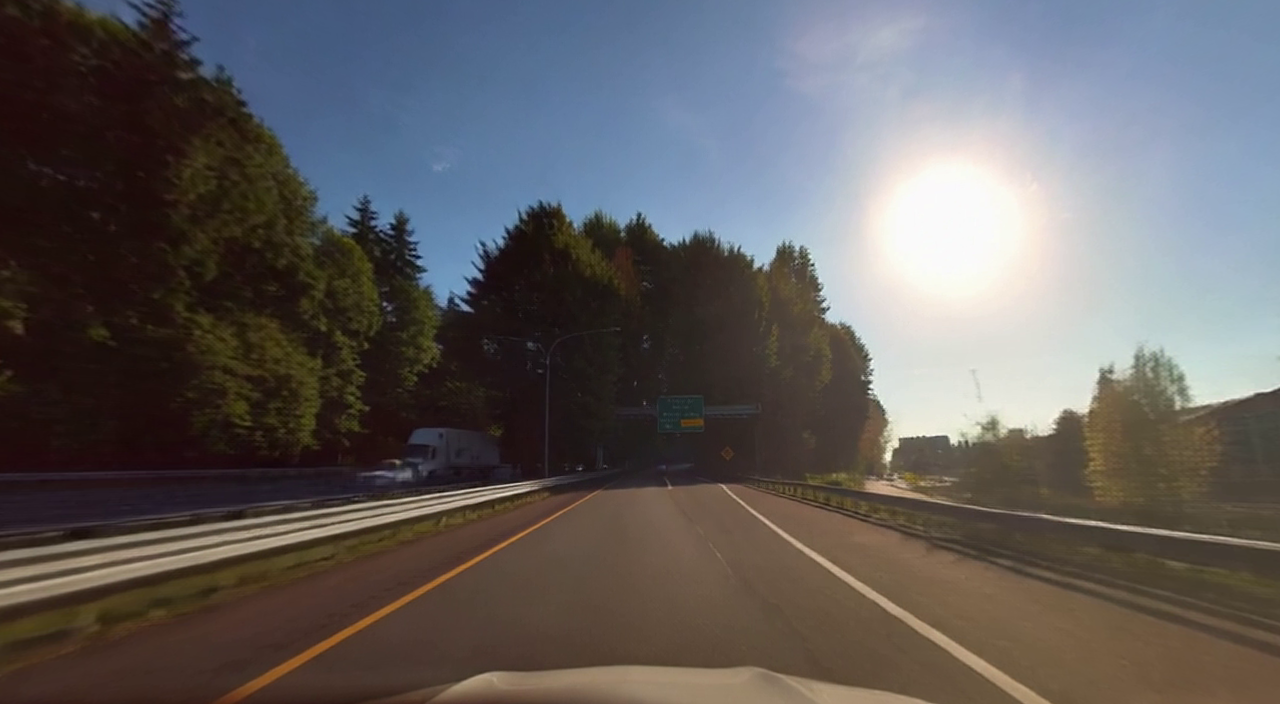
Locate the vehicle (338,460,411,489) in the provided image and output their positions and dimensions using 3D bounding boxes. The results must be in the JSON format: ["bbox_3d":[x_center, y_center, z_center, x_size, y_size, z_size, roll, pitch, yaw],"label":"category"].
[{"bbox_3d":[-14.125,6.553,33.836,1.820,1.420,4.348,0,-10,3],"label":"vehicle"}]
